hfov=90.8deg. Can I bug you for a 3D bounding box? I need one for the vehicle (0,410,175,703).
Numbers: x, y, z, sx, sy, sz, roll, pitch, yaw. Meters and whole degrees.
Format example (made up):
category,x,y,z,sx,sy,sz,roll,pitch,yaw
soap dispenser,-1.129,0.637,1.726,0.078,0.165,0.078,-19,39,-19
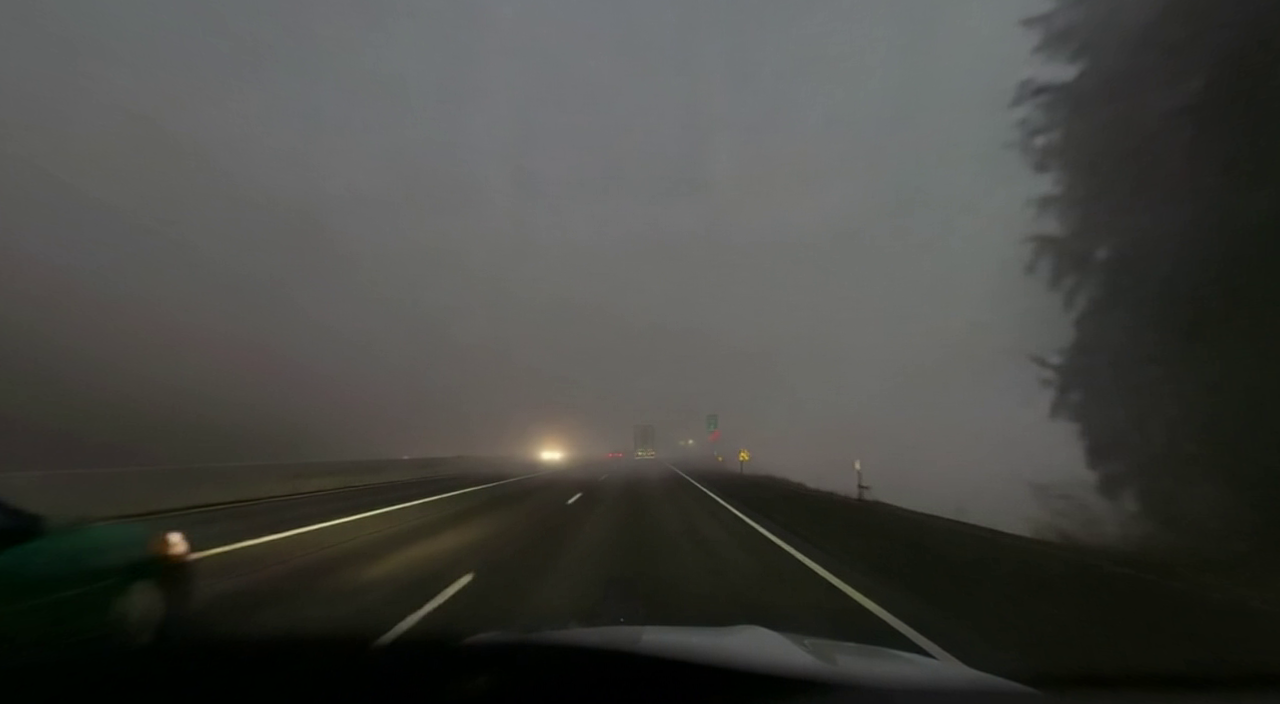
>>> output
category,x,y,z,sx,sy,sz,roll,pitch,yaw
vehicle,-3.793,0.827,1.699,1.886,1.465,4.119,0,-9,1
